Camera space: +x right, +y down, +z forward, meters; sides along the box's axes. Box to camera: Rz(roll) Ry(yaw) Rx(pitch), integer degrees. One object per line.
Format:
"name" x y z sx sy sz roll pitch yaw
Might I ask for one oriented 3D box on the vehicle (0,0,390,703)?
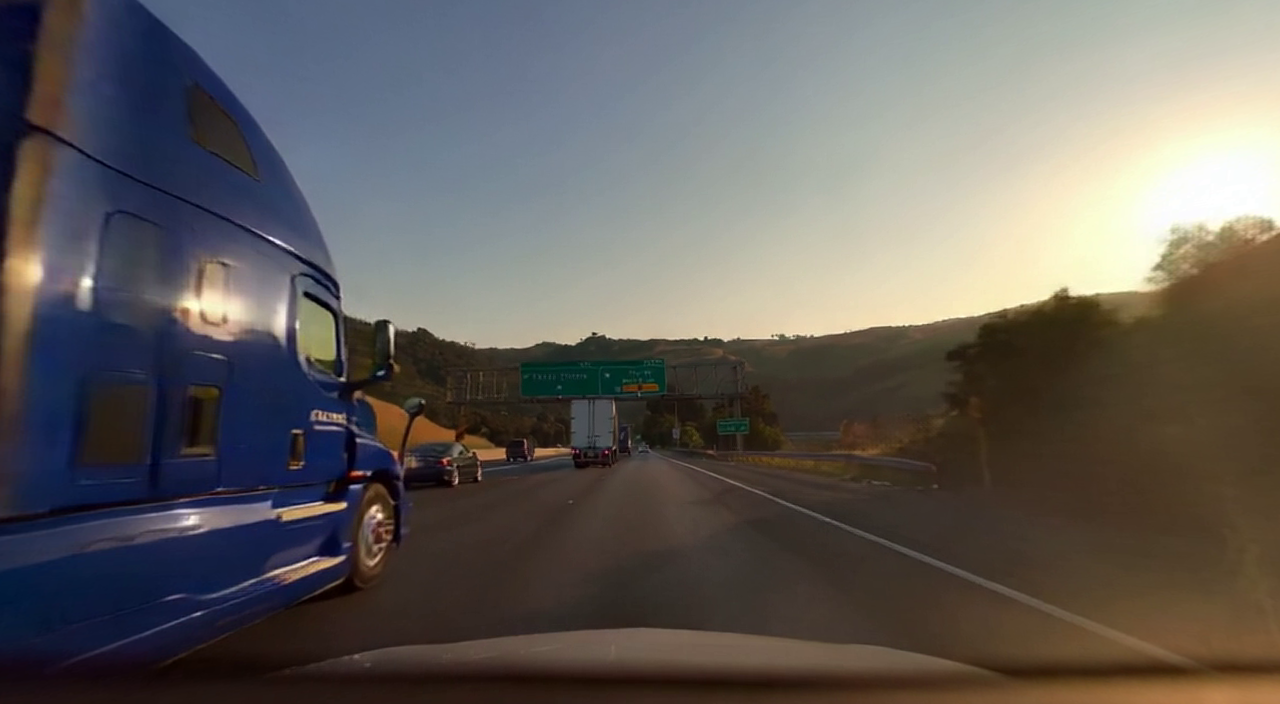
"vehicle" -3.289 -0.305 0.567 2.958 4.002 7.575 0 -8 0

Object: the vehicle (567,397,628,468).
"vehicle" -2.787 6.118 47.168 3.202 4.352 16.251 -1 -8 1
